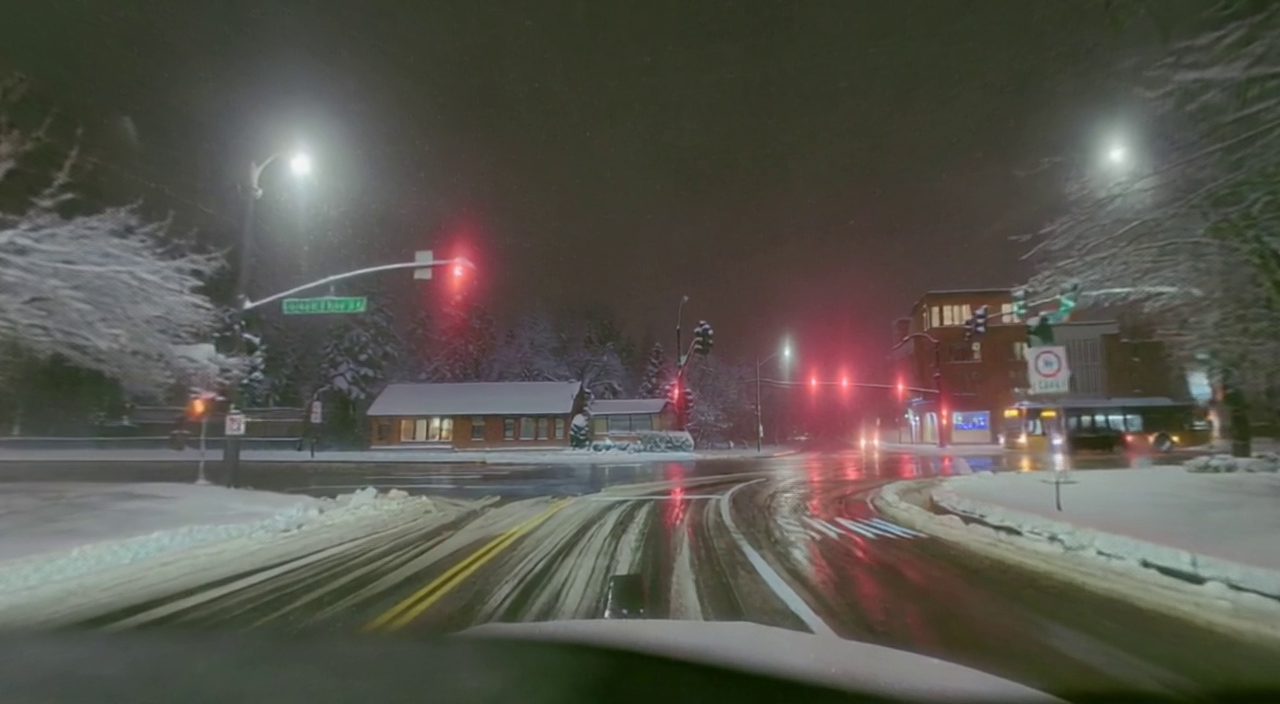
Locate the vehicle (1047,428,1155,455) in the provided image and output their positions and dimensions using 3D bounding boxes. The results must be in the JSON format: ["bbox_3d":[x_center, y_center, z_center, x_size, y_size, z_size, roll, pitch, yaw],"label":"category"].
[{"bbox_3d":[25.374,4.943,34.656,4.538,1.461,1.805,0,-9,0],"label":"vehicle"}]

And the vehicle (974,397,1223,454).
[{"bbox_3d":[27.873,4.567,38.574,12.822,3.296,3.033,0,-9,0],"label":"vehicle"}]
